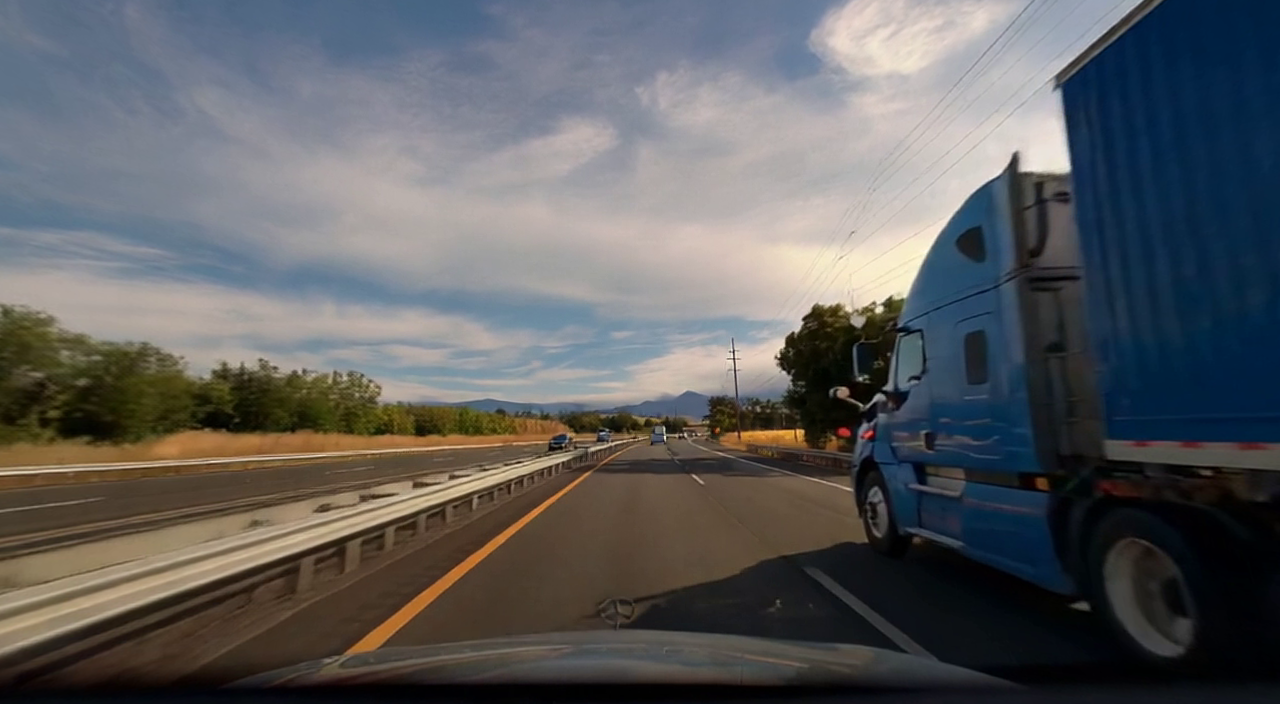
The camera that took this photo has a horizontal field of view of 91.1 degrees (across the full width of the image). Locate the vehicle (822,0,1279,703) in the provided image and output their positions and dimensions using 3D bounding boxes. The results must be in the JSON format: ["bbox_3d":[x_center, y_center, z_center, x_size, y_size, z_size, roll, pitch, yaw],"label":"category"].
[{"bbox_3d":[4.040,0.116,5.390,2.979,4.151,6.405,0,-8,0],"label":"vehicle"}]
